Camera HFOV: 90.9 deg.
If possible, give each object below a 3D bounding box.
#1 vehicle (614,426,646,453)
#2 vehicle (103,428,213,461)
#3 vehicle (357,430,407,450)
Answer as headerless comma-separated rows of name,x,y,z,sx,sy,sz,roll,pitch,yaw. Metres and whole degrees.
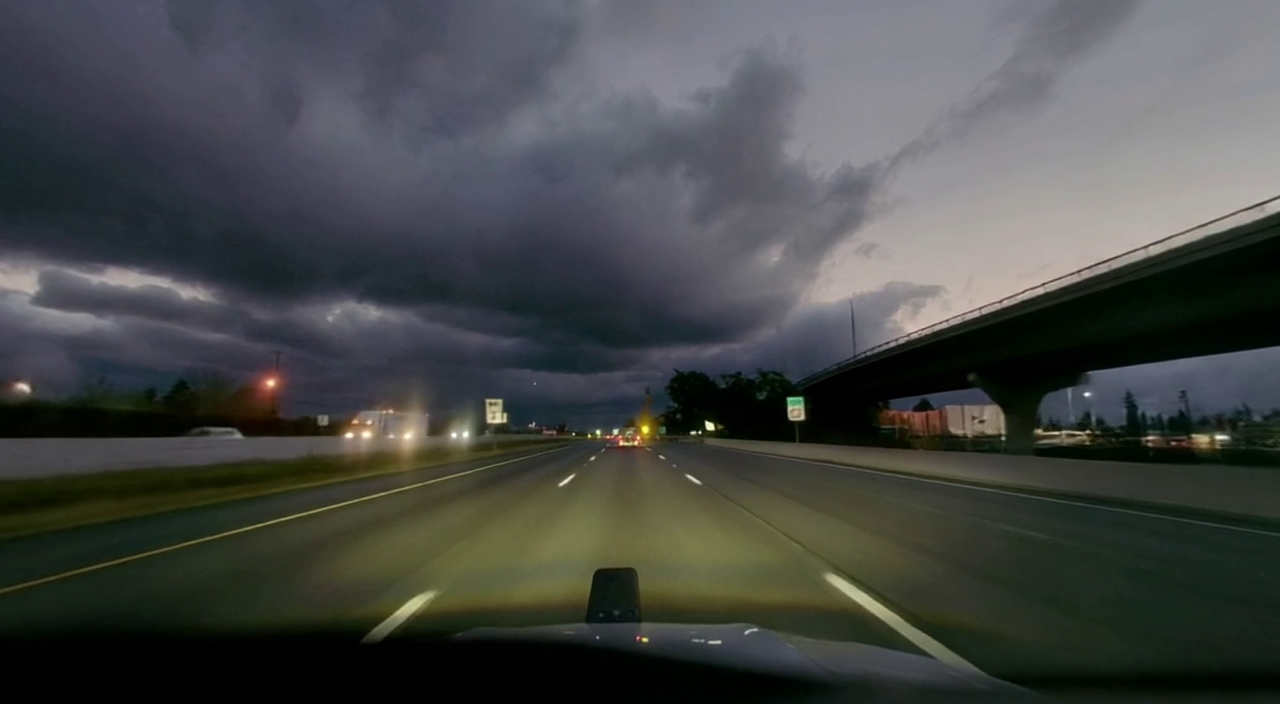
vehicle,-0.803,6.590,47.319,2.277,1.913,4.510,0,-7,-2
vehicle,-23.212,4.466,30.584,1.828,1.475,4.273,0,-8,2
vehicle,-20.189,6.905,49.514,1.823,1.506,4.663,0,-8,1
